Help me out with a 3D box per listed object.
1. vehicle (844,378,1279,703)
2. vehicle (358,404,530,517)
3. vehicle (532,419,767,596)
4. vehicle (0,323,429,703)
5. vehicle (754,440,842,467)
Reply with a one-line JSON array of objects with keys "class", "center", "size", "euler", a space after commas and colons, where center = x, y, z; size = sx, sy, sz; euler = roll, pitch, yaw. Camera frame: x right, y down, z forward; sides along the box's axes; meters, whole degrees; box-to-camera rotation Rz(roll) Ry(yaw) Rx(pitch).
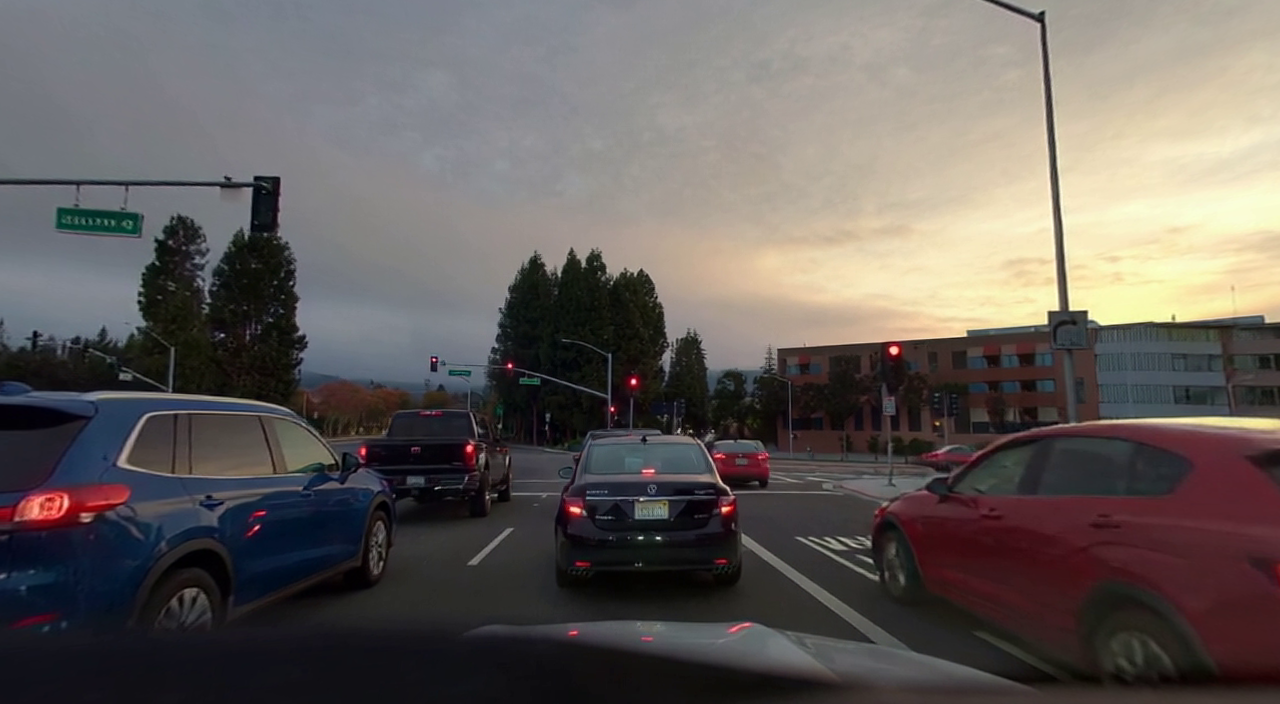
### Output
[{"class": "vehicle", "center": [3.195, 1.113, 3.924], "size": [2.100, 1.524, 4.746], "euler": [0, -8, -2]}, {"class": "vehicle", "center": [-3.943, 2.322, 14.012], "size": [2.305, 1.984, 5.586], "euler": [0, -8, -3]}, {"class": "vehicle", "center": [-0.050, 1.650, 7.661], "size": [2.001, 1.483, 4.442], "euler": [0, -8, -3]}, {"class": "vehicle", "center": [-3.174, 1.063, 4.564], "size": [1.924, 1.737, 4.387], "euler": [0, -8, -2]}, {"class": "vehicle", "center": [9.523, 6.147, 38.270], "size": [4.737, 1.572, 2.026], "euler": [0, -8, -3]}]
